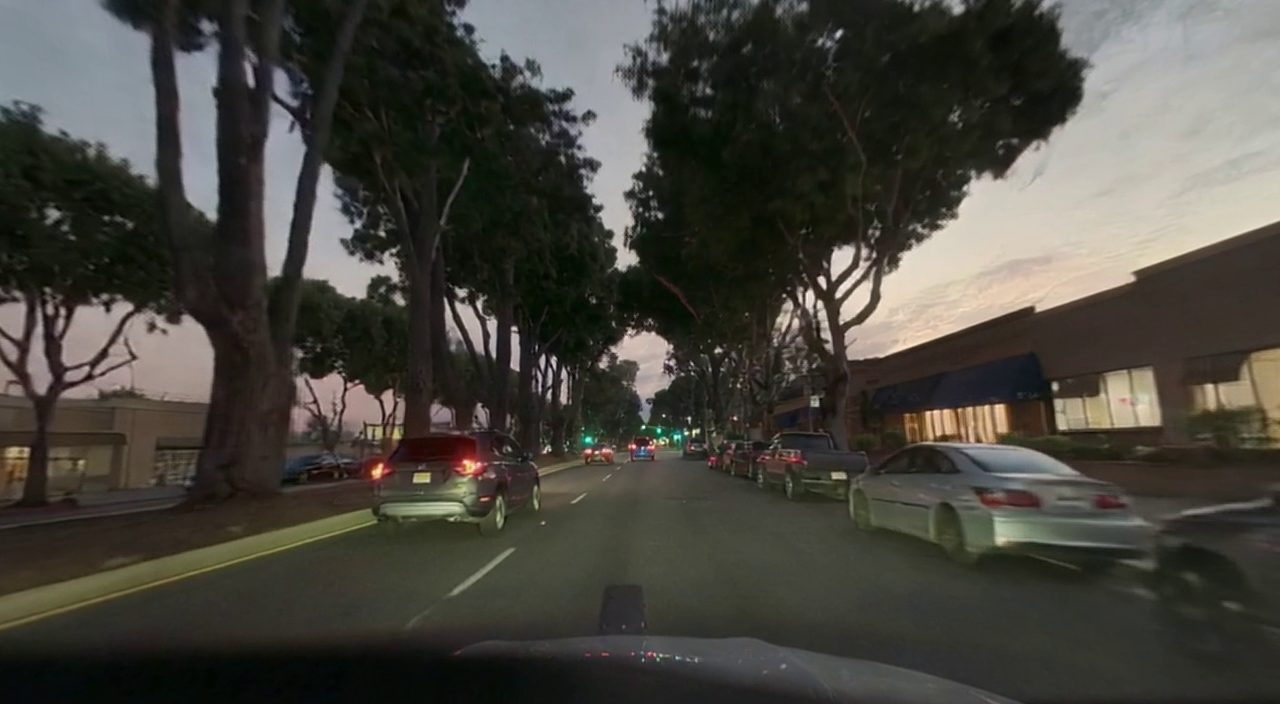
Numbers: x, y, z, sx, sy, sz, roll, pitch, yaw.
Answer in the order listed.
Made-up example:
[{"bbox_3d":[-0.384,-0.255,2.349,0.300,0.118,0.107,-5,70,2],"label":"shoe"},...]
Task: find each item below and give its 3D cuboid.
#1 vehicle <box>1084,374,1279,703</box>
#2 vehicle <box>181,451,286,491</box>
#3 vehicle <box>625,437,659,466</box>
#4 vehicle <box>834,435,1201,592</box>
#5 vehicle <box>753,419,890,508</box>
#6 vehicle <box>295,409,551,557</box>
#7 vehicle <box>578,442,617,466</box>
[{"bbox_3d":[4.247,0.861,2.358,1.960,1.733,4.432,0,-8,1],"label":"vehicle"},{"bbox_3d":[-18.923,5.529,29.625,1.856,1.674,4.475,0,-8,1],"label":"vehicle"},{"bbox_3d":[0.156,6.419,40.965,2.075,1.770,4.018,0,-8,1],"label":"vehicle"},{"bbox_3d":[4.347,1.890,8.428,1.898,1.473,4.709,0,-8,-2],"label":"vehicle"},{"bbox_3d":[4.396,2.789,16.226,2.079,1.910,4.855,0,-8,0],"label":"vehicle"},{"bbox_3d":[-2.884,1.883,9.814,2.186,1.708,4.746,0,-8,2],"label":"vehicle"},{"bbox_3d":[-2.759,6.787,42.246,2.151,1.484,4.468,0,-8,2],"label":"vehicle"}]
